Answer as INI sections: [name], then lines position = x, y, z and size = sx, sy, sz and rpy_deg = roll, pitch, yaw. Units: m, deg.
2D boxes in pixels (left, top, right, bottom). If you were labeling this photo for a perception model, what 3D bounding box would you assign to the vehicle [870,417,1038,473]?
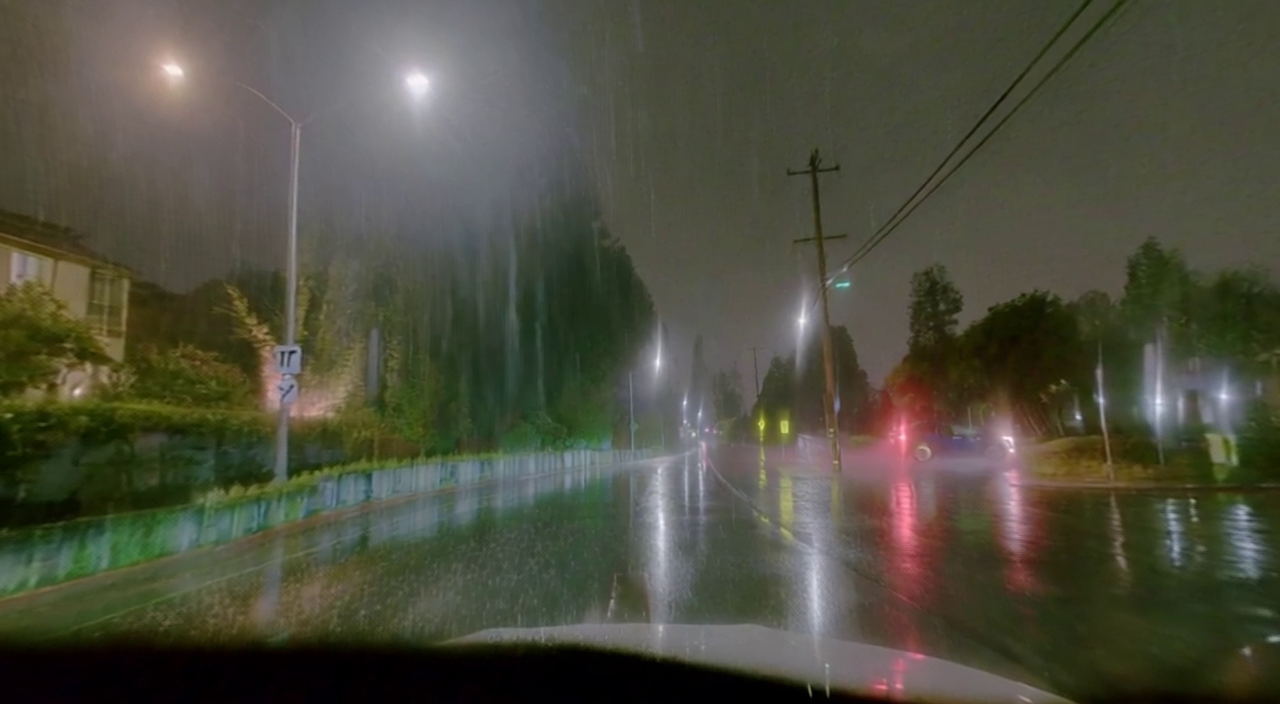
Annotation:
[vehicle]
position = 10.420, 3.110, 21.247
size = 4.614, 1.764, 1.860
rpy_deg = -1, -8, 5
